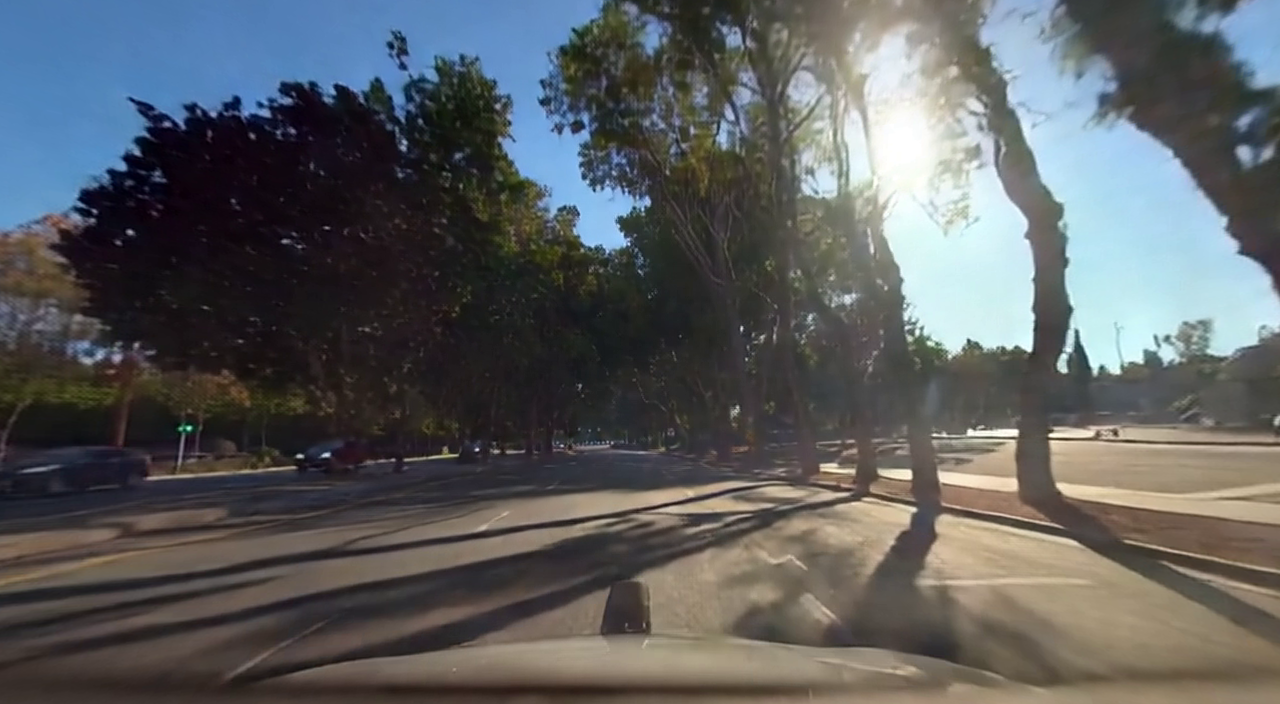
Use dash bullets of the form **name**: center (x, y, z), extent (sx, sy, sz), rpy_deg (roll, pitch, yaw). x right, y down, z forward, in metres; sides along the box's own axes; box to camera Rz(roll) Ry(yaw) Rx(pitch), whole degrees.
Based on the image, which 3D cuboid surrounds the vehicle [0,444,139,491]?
- **vehicle**: center (-19.977, 3.962, 21.958), extent (1.844, 1.461, 3.788), rpy_deg (0, -8, 0)

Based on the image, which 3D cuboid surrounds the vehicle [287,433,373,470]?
- **vehicle**: center (-16.983, 5.456, 34.851), extent (2.064, 1.844, 4.845), rpy_deg (-1, -8, 2)
